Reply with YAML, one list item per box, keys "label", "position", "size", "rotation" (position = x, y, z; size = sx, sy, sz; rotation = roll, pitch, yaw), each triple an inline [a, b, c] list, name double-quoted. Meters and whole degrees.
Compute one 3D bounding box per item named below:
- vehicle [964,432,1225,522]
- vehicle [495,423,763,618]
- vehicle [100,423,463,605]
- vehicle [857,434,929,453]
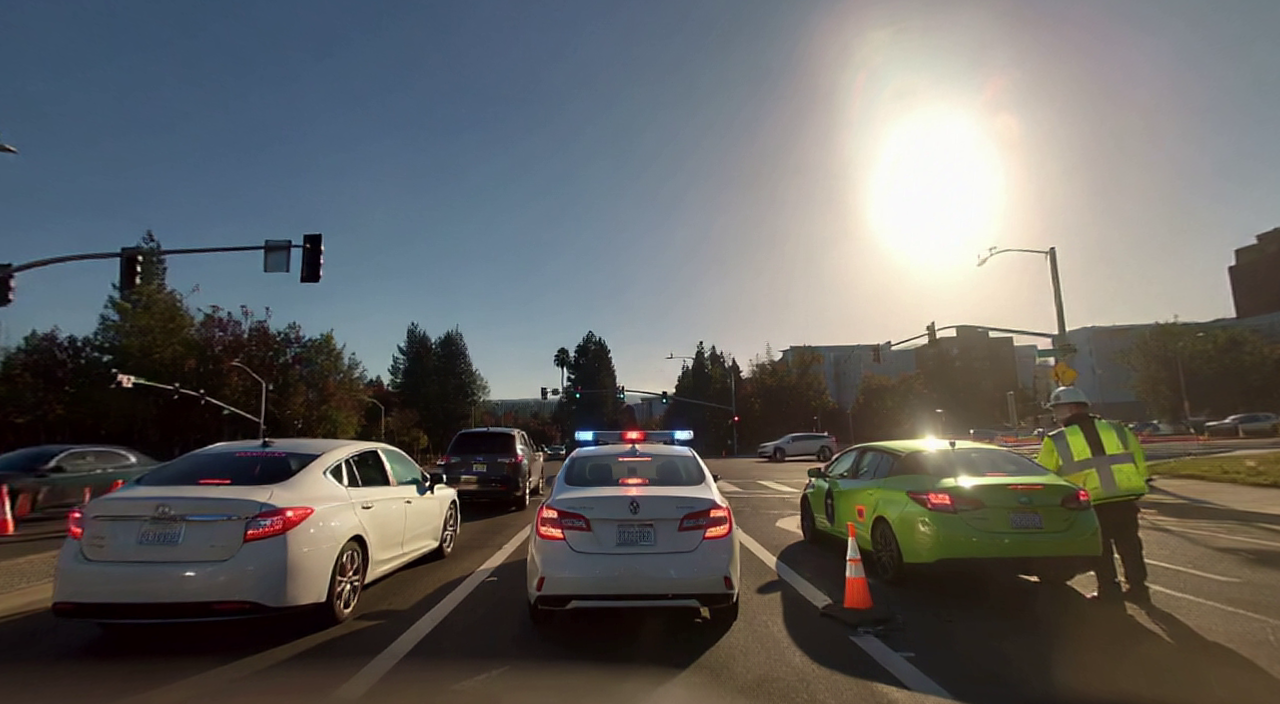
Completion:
- label: "vehicle"
  position: [9.341, 2.583, 13.615]
  size: [1.957, 1.576, 4.670]
  rotation: [0, -9, -3]
- label: "vehicle"
  position: [-0.124, 1.625, 7.093]
  size: [2.061, 1.486, 4.332]
  rotation: [0, -8, -1]
- label: "vehicle"
  position: [-3.611, 1.675, 7.395]
  size: [1.863, 1.526, 4.006]
  rotation: [0, -9, 1]
- label: "vehicle"
  position: [20.029, 7.270, 49.938]
  size: [4.827, 1.484, 1.883]
  rotation: [0, -9, 0]
